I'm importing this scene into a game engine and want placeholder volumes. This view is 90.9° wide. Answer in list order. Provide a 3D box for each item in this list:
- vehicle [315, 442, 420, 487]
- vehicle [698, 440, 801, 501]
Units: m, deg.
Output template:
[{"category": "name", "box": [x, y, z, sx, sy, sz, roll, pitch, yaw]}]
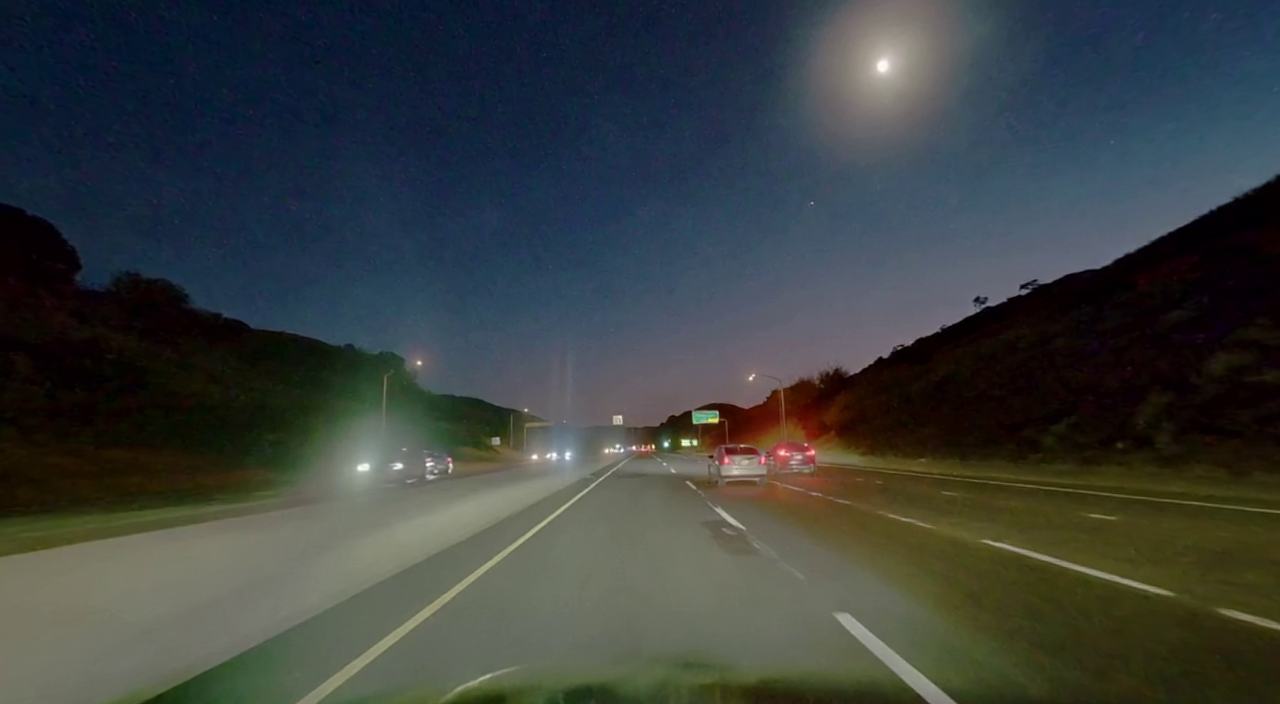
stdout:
[{"category": "vehicle", "box": [-12.566, 5.183, 29.611, 2.338, 1.817, 5.761, -2, -8, 1]}, {"category": "vehicle", "box": [2.869, 3.201, 17.514, 2.044, 1.444, 4.216, 0, -8, -1]}]
